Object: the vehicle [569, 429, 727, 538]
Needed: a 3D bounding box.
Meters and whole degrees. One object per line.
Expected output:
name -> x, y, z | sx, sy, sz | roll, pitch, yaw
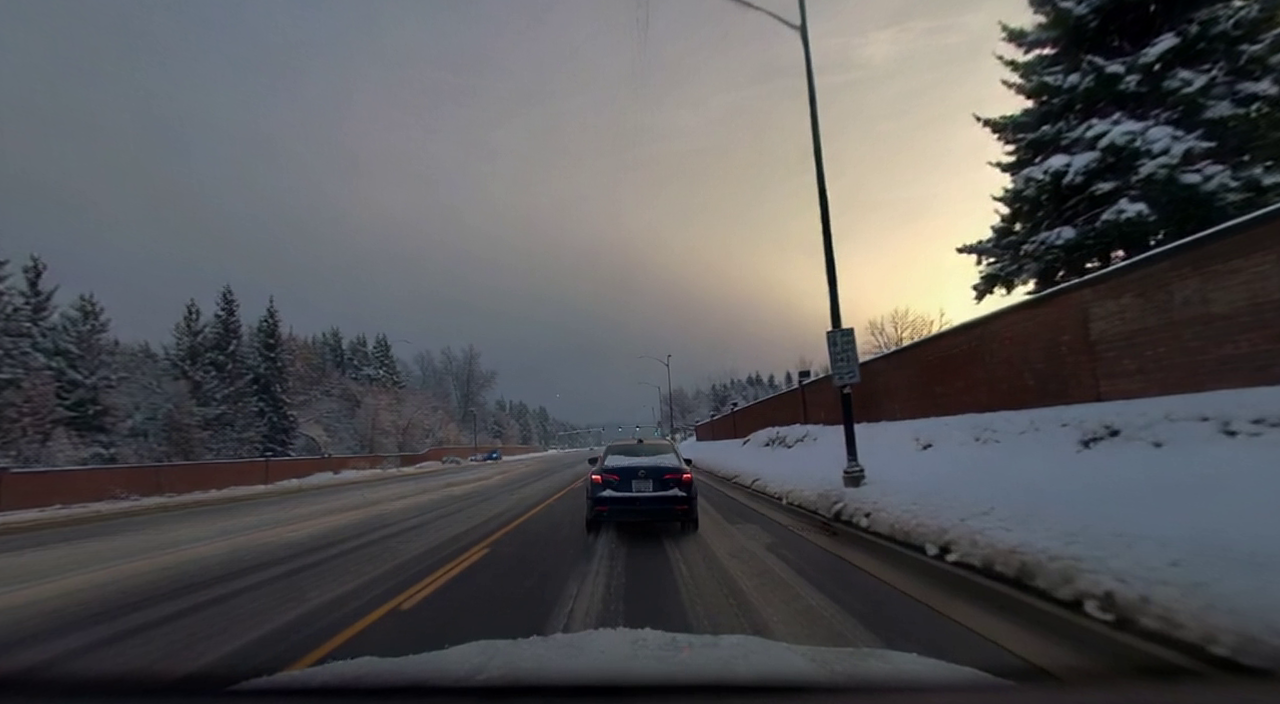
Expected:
vehicle -> 0.069, 2.154, 11.016 | 2.205, 1.509, 4.272 | 0, -8, -1
